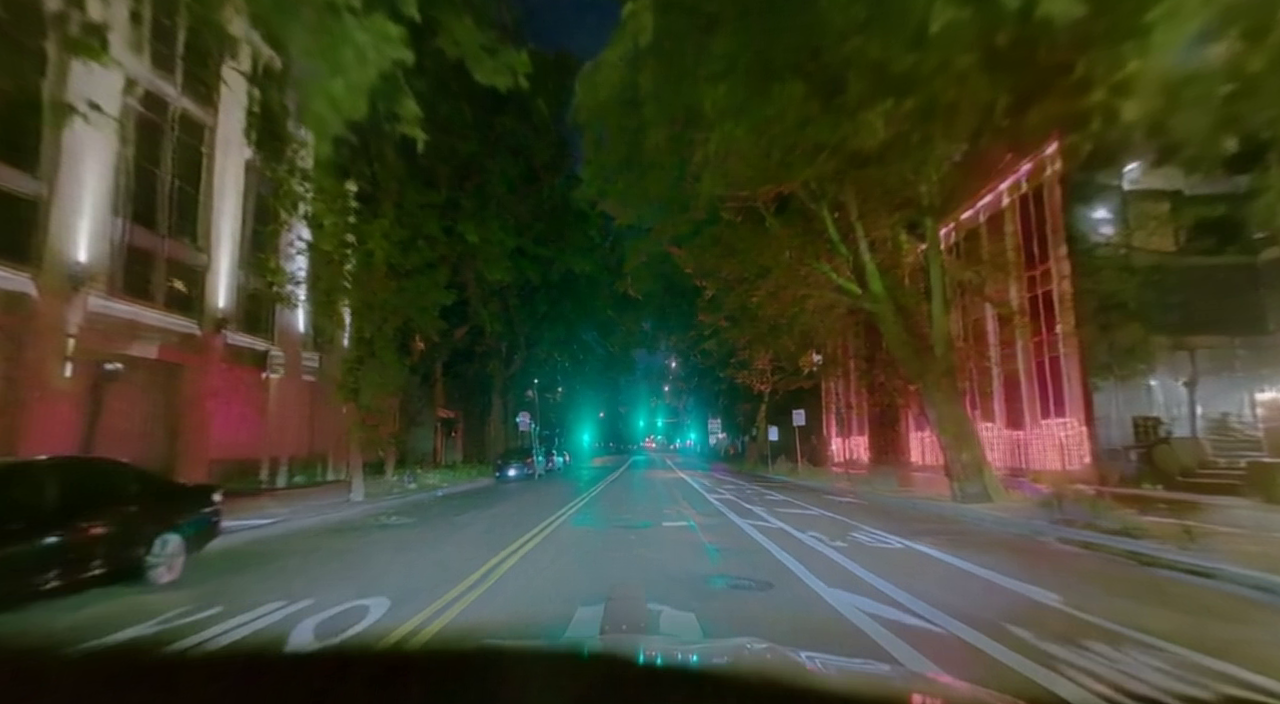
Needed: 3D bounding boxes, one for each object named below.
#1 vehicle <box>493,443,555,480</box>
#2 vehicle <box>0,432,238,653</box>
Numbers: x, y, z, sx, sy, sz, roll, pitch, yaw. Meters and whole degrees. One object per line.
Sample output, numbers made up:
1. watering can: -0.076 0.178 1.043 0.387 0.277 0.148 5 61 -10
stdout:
1. vehicle: -5.744 5.493 31.878 2.147 1.701 4.879 0 -8 1
2. vehicle: -5.970 1.517 5.240 2.223 1.658 4.621 0 -8 -1
